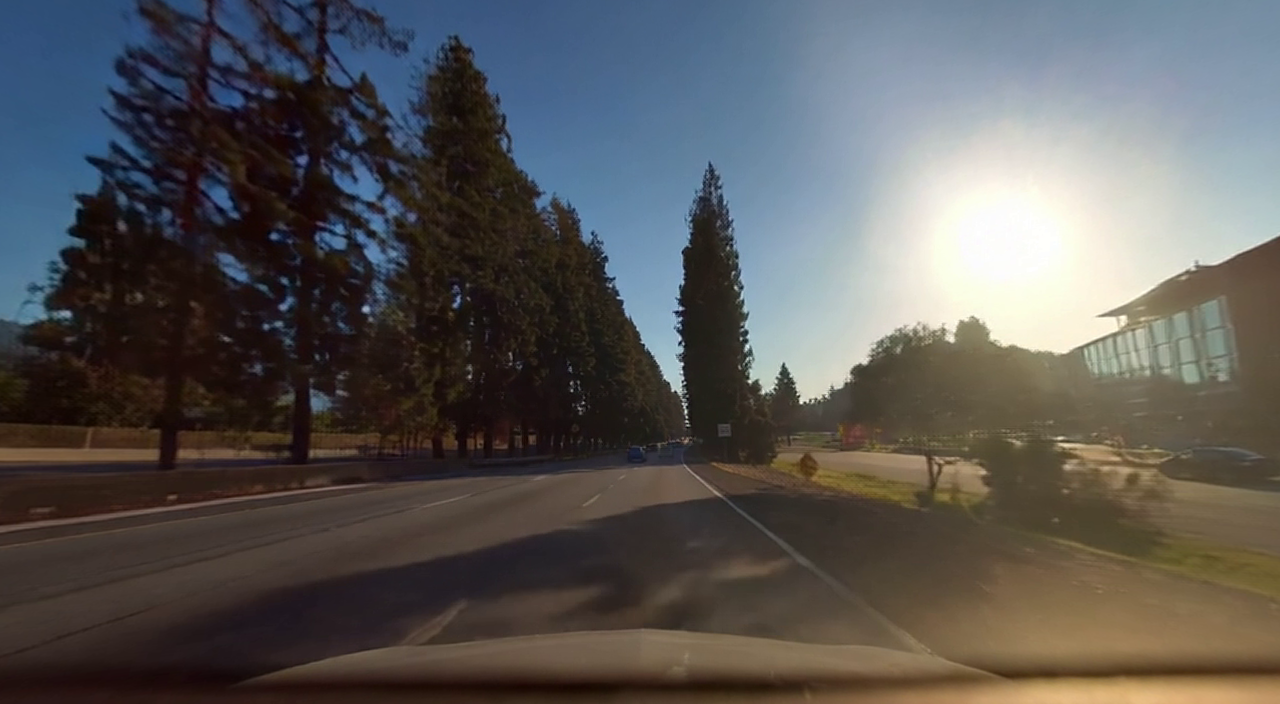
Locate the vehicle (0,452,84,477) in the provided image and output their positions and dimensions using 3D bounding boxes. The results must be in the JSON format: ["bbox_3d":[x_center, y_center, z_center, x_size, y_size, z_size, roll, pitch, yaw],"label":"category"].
[{"bbox_3d":[-42.598,7.945,44.735,1.821,1.533,4.521,-2,-8,8],"label":"vehicle"}]
